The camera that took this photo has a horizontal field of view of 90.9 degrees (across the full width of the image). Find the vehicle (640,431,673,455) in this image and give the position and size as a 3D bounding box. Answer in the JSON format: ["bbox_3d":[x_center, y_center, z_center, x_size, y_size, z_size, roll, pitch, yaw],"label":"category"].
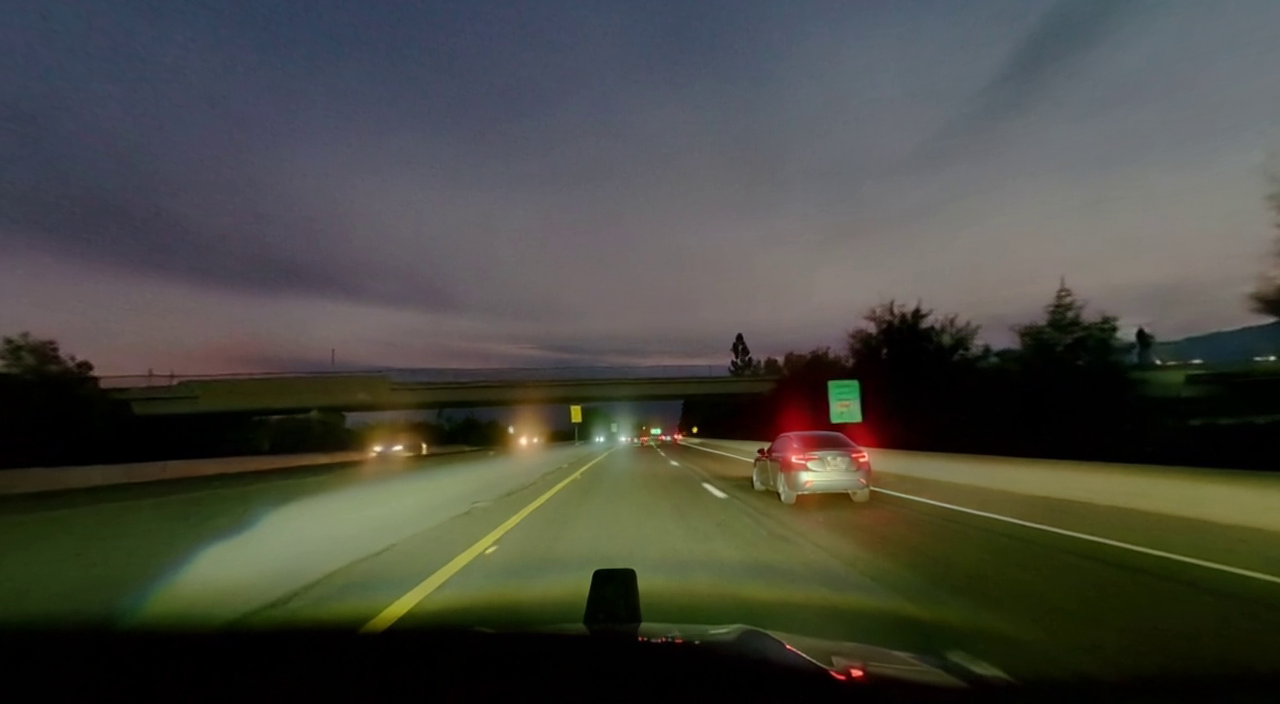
[{"bbox_3d":[1.069,6.105,42.432,1.981,1.490,3.449,0,-8,-3],"label":"vehicle"}]

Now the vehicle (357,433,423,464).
[{"bbox_3d":[-13.187,5.104,33.510,1.899,1.531,4.005,0,-8,-1],"label":"vehicle"}]
